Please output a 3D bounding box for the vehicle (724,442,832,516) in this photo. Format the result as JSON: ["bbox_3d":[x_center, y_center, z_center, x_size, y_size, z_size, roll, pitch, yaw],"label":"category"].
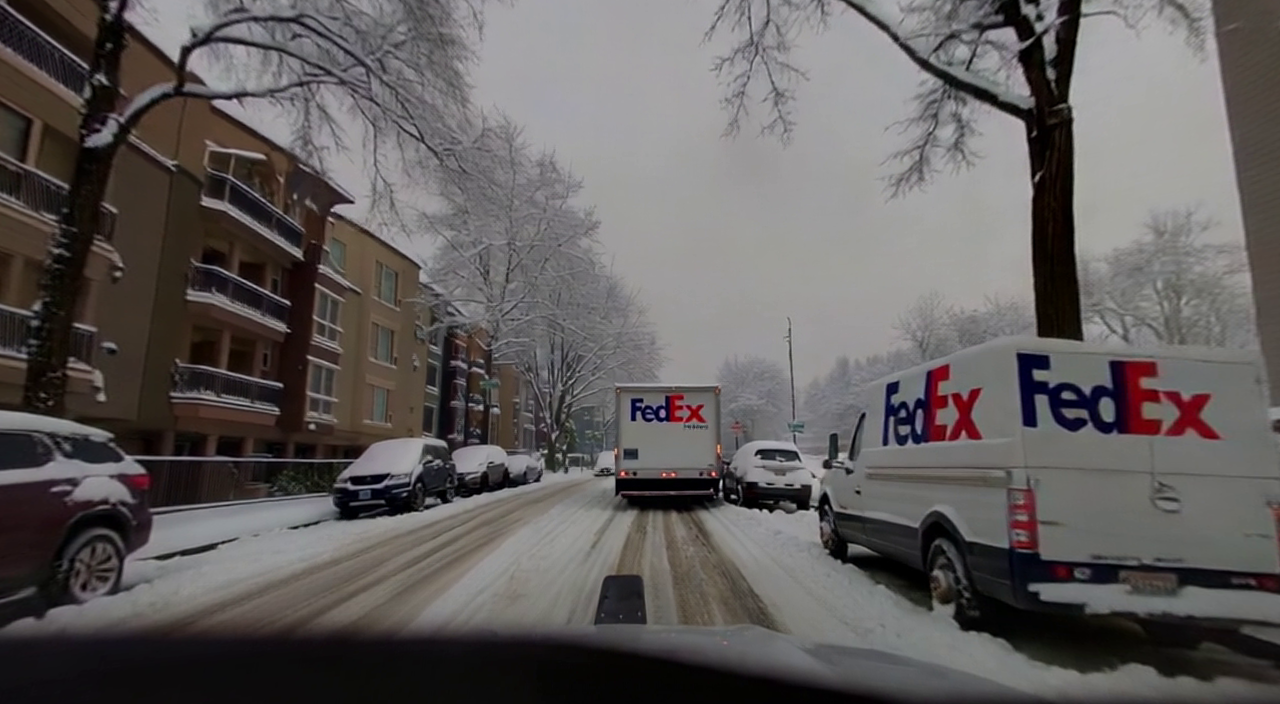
[{"bbox_3d":[3.344,3.130,16.093,1.868,1.623,3.815,0,-9,0],"label":"vehicle"}]

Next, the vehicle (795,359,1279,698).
[{"bbox_3d":[3.454,1.449,6.590,2.221,1.991,5.564,0,-9,0],"label":"vehicle"}]

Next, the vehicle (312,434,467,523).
[{"bbox_3d":[-5.940,3.031,15.745,2.020,1.867,4.654,0,-9,-1],"label":"vehicle"}]

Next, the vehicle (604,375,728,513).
[{"bbox_3d":[0.545,2.805,19.273,2.930,3.275,8.180,0,-9,-1],"label":"vehicle"}]

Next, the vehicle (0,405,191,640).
[{"bbox_3d":[-5.886,1.260,4.558,2.089,1.757,4.256,0,-9,0],"label":"vehicle"}]
